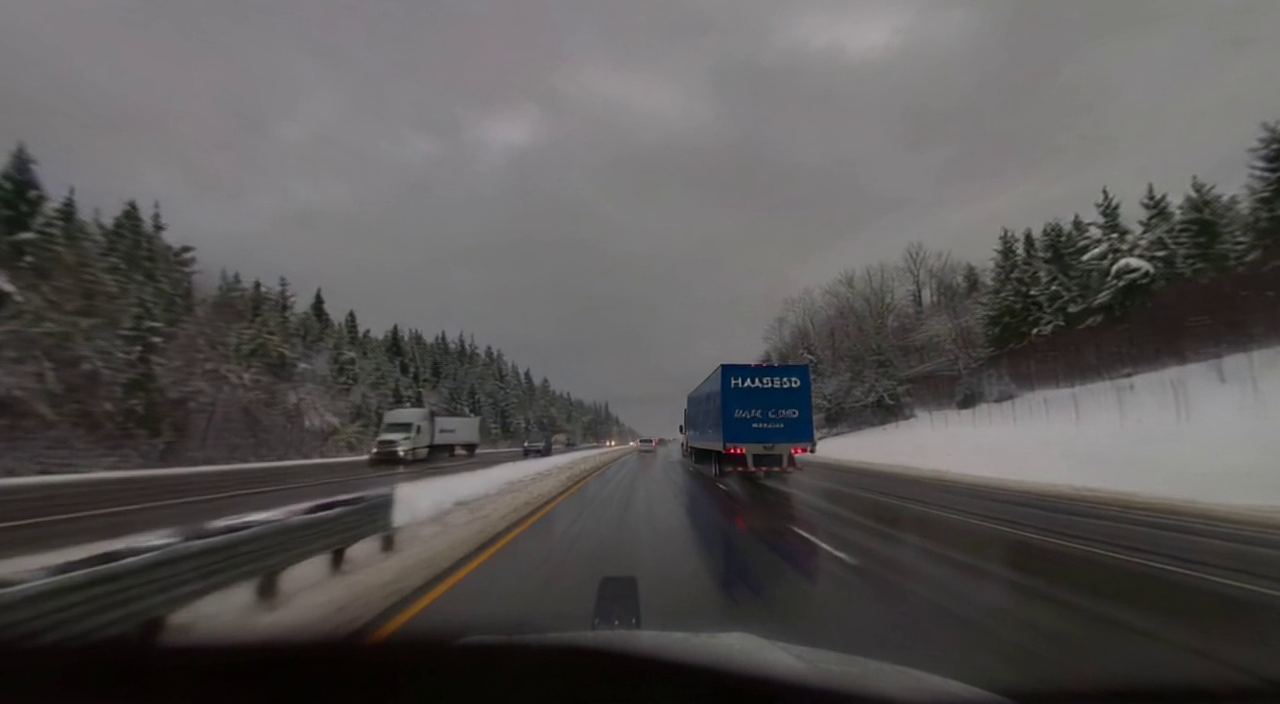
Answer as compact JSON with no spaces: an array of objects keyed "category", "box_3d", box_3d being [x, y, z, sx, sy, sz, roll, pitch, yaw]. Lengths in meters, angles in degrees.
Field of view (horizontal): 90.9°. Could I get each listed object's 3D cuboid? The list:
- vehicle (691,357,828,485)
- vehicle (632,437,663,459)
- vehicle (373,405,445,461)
[{"category":"vehicle","box_3d":[4.350,3.079,26.925,3.171,4.072,13.784,0,-8,0]},{"category":"vehicle","box_3d":[0.575,7.190,47.434,2.209,1.499,4.144,0,-8,0]},{"category":"vehicle","box_3d":[-17.611,6.268,48.462,3.000,4.016,5.901,-1,-8,2]}]
